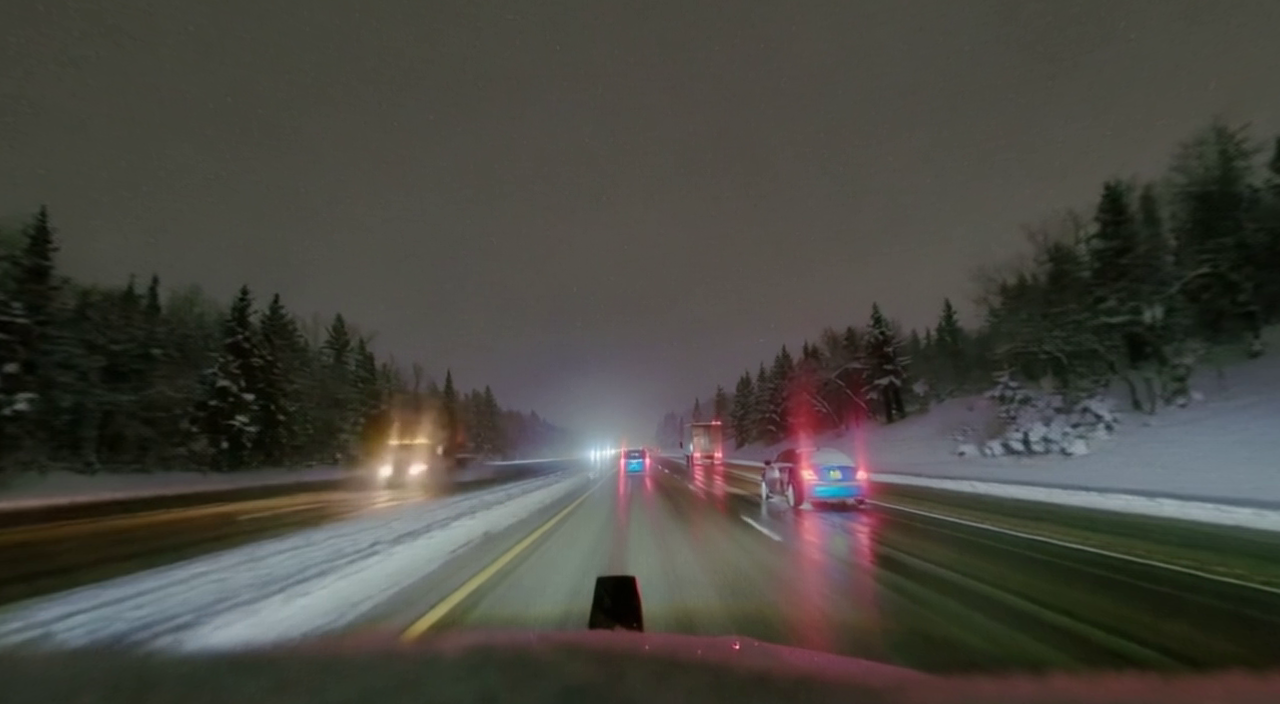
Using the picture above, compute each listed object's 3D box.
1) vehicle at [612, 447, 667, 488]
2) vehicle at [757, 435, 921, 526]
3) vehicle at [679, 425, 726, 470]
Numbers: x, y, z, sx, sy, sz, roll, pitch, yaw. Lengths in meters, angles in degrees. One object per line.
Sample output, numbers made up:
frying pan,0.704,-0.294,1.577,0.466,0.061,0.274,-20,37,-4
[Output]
vehicle,-0.030,4.689,25.726,2.066,1.490,3.759,0,-9,-1
vehicle,3.806,2.533,12.870,1.953,1.540,4.101,0,-9,-1
vehicle,4.658,7.389,48.433,2.791,3.201,7.145,0,-9,-1
